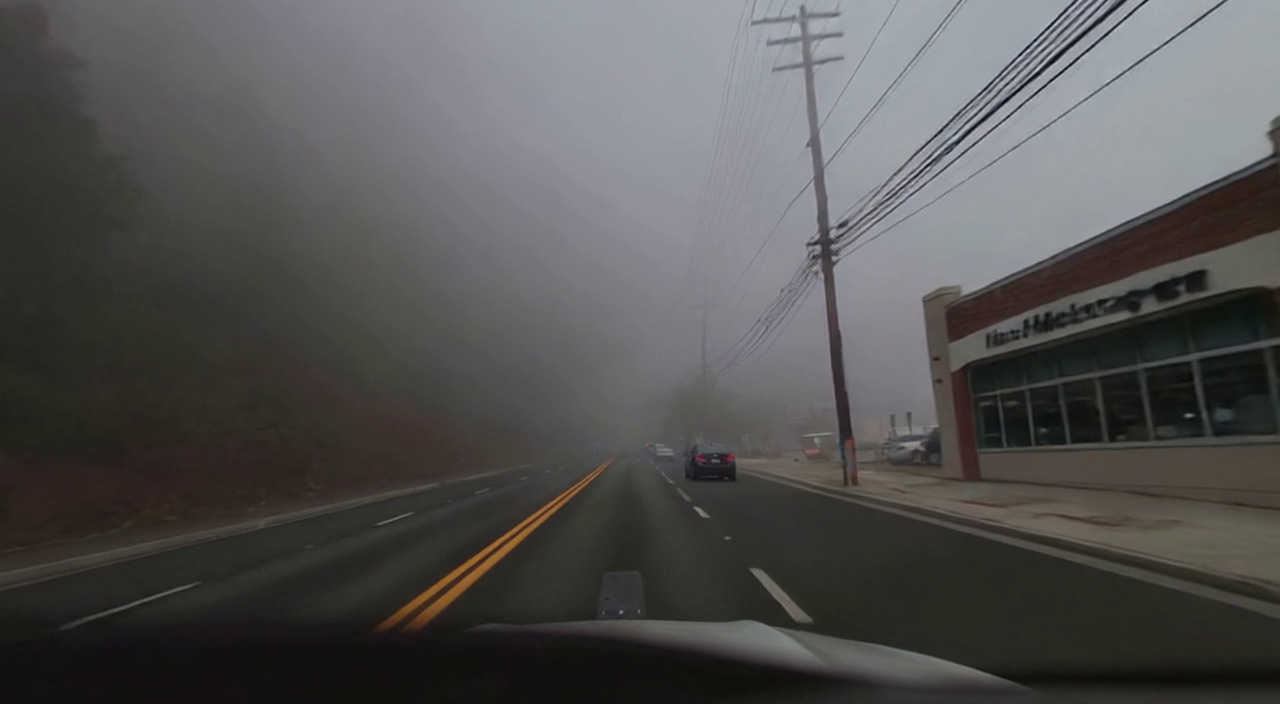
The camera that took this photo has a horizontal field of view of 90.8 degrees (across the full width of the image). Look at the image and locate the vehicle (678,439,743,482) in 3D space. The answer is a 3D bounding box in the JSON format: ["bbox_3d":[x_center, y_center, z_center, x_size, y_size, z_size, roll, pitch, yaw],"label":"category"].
[{"bbox_3d":[2.612,4.107,24.190,1.975,1.497,3.647,0,-9,-1],"label":"vehicle"}]
